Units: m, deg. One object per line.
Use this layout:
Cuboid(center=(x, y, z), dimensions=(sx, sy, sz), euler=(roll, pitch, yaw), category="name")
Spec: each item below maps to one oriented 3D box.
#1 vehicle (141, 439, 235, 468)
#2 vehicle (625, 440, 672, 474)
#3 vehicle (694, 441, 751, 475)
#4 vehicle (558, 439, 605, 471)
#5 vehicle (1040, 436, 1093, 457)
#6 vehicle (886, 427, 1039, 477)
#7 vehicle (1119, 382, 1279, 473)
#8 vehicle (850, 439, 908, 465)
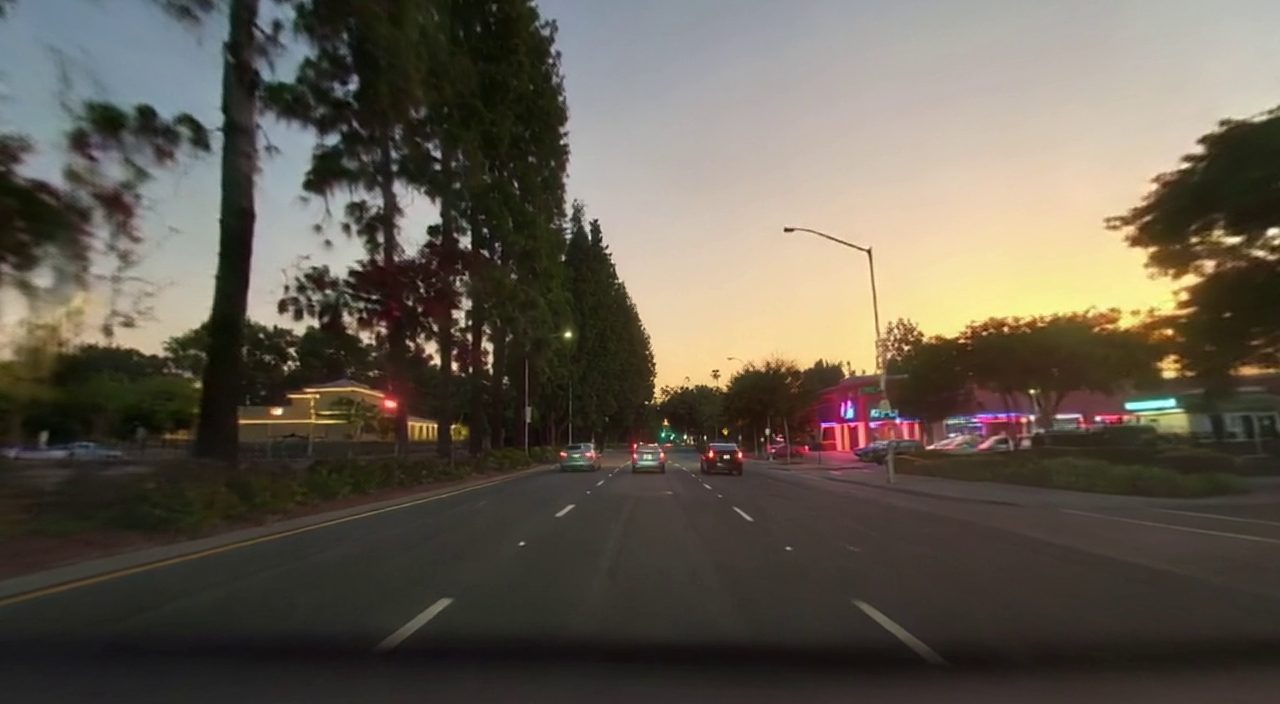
Cuboid(center=(-34.964, 7.827, 49.053), dimensions=(2.578, 1.973, 6.455), euler=(1, -8, -1), category="vehicle")
Cuboid(center=(0.380, 4.913, 29.684), dimensions=(2.059, 1.477, 4.216), euler=(0, -8, 0), category="vehicle")
Cuboid(center=(3.788, 4.947, 29.712), dimensions=(2.012, 1.462, 4.400), euler=(0, -8, -1), category="vehicle")
Cuboid(center=(-3.025, 5.444, 33.487), dimensions=(1.995, 1.607, 4.086), euler=(0, -8, 1), category="vehicle")
Cuboid(center=(32.693, 7.261, 48.411), dimensions=(1.777, 1.465, 3.743), euler=(-1, -9, 7), category="vehicle")
Cuboid(center=(13.375, 4.189, 26.429), dimensions=(5.144, 1.834, 2.188), euler=(-2, -9, 2), category="vehicle")
Cuboid(center=(26.141, 3.236, 27.103), dimensions=(8.385, 3.654, 2.810), euler=(-1, -8, 2), category="vehicle")
Cuboid(center=(15.456, 6.486, 41.047), dimensions=(2.099, 1.526, 4.555), euler=(-1, -8, 2), category="vehicle")
